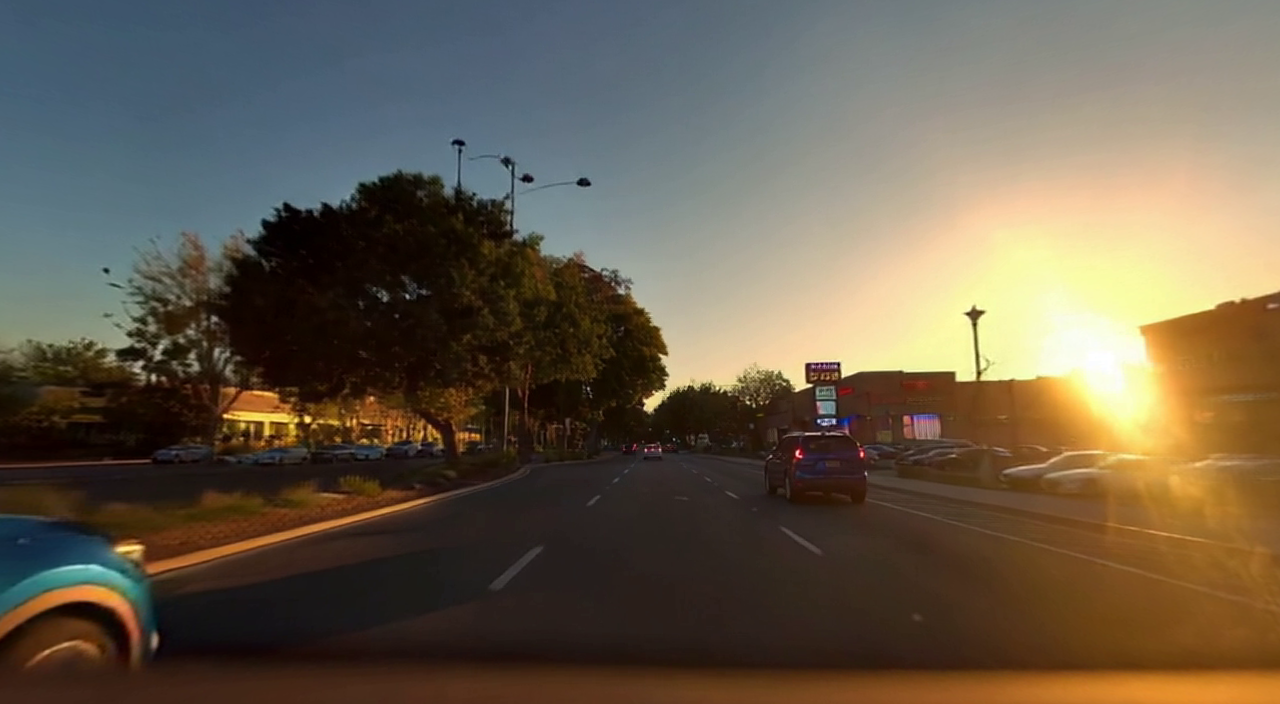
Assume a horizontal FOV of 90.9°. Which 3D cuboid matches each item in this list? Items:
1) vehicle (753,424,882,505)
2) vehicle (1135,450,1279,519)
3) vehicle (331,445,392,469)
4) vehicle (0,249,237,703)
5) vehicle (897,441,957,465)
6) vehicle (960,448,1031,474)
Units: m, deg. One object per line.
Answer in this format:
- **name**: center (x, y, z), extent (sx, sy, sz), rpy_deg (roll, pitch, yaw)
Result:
- **vehicle**: center (4.324, 2.812, 16.199), extent (2.024, 1.773, 4.431), rpy_deg (0, -8, 0)
- **vehicle**: center (17.772, 3.754, 18.150), extent (5.012, 1.813, 2.291), rpy_deg (0, -9, 0)
- **vehicle**: center (-21.168, 7.980, 48.111), extent (2.242, 1.740, 4.929), rpy_deg (0, -8, 2)
- **vehicle**: center (-3.360, 0.426, 0.932), extent (2.210, 1.925, 4.838), rpy_deg (0, -8, 1)
- **vehicle**: center (21.032, 7.396, 46.305), extent (1.959, 1.613, 4.190), rpy_deg (1, -8, -9)
- **vehicle**: center (21.779, 6.696, 38.822), extent (1.822, 1.460, 4.409), rpy_deg (0, -8, 1)
